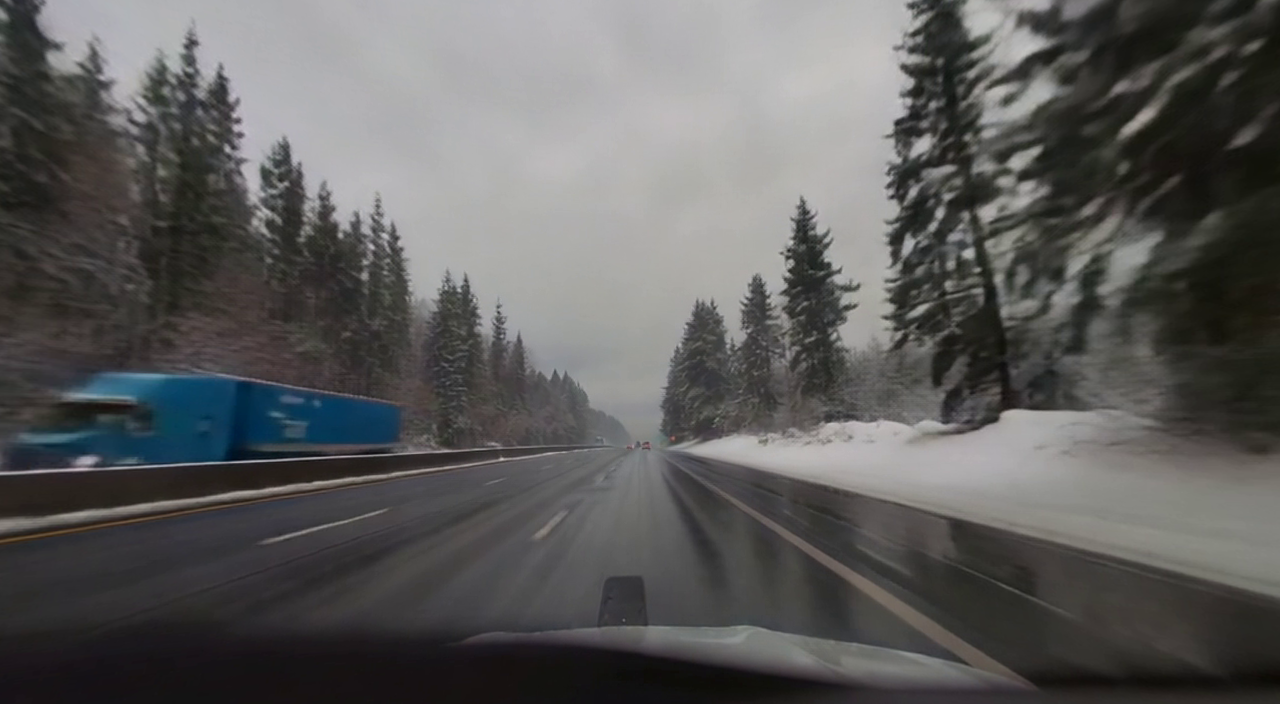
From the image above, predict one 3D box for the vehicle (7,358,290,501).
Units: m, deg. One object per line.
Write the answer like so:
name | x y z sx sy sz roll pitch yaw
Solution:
vehicle | -17.165 2.918 23.301 3.317 4.278 8.478 0 -8 1
